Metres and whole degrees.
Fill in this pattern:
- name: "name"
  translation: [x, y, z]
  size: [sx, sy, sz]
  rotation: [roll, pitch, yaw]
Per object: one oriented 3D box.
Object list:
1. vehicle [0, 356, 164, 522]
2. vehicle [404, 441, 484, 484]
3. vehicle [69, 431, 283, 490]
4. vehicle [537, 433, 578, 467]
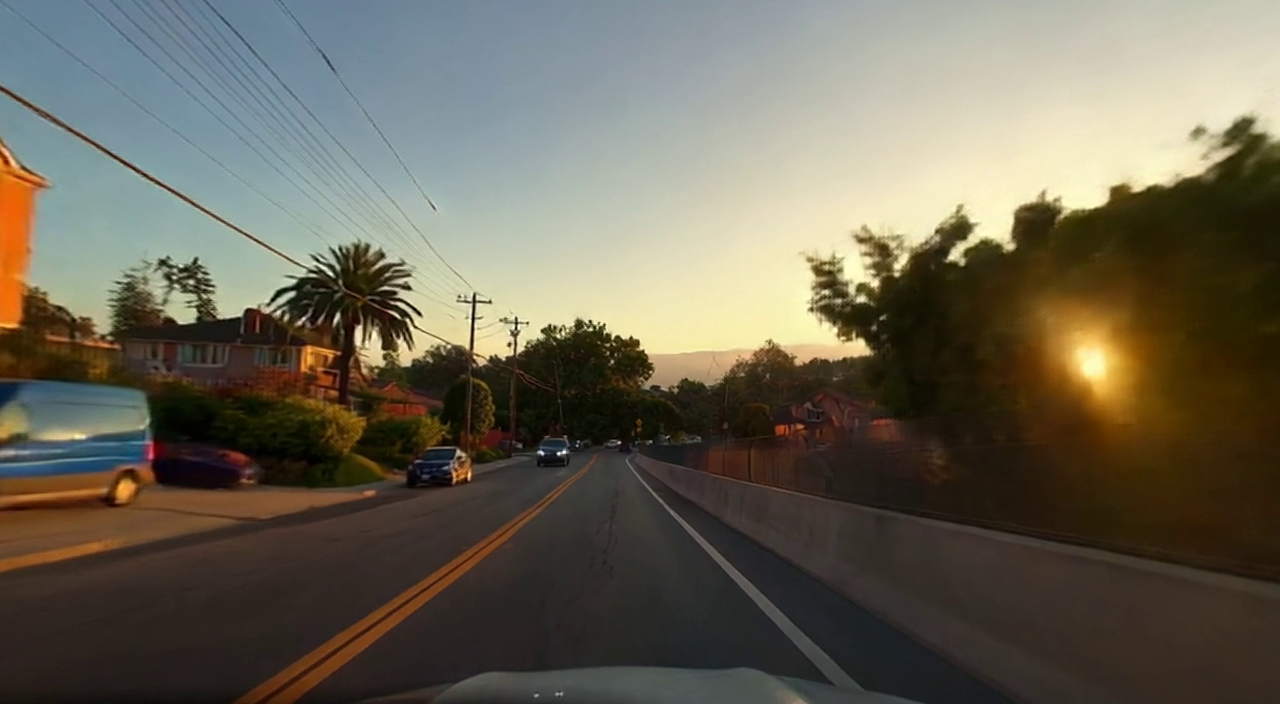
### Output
- name: "vehicle"
  translation: [-11.787, 1.612, 11.499]
  size: [2.451, 2.641, 5.869]
  rotation: [1, -9, -10]
- name: "vehicle"
  translation: [-7.674, 4.367, 25.287]
  size: [1.863, 1.522, 4.901]
  rotation: [0, -8, -3]
- name: "vehicle"
  translation: [-13.286, 3.118, 18.369]
  size: [4.524, 1.592, 1.955]
  rotation: [1, -9, -6]
- name: "vehicle"
  translation: [-4.904, 5.904, 38.083]
  size: [2.057, 1.905, 4.670]
  rotation: [0, -8, -2]
